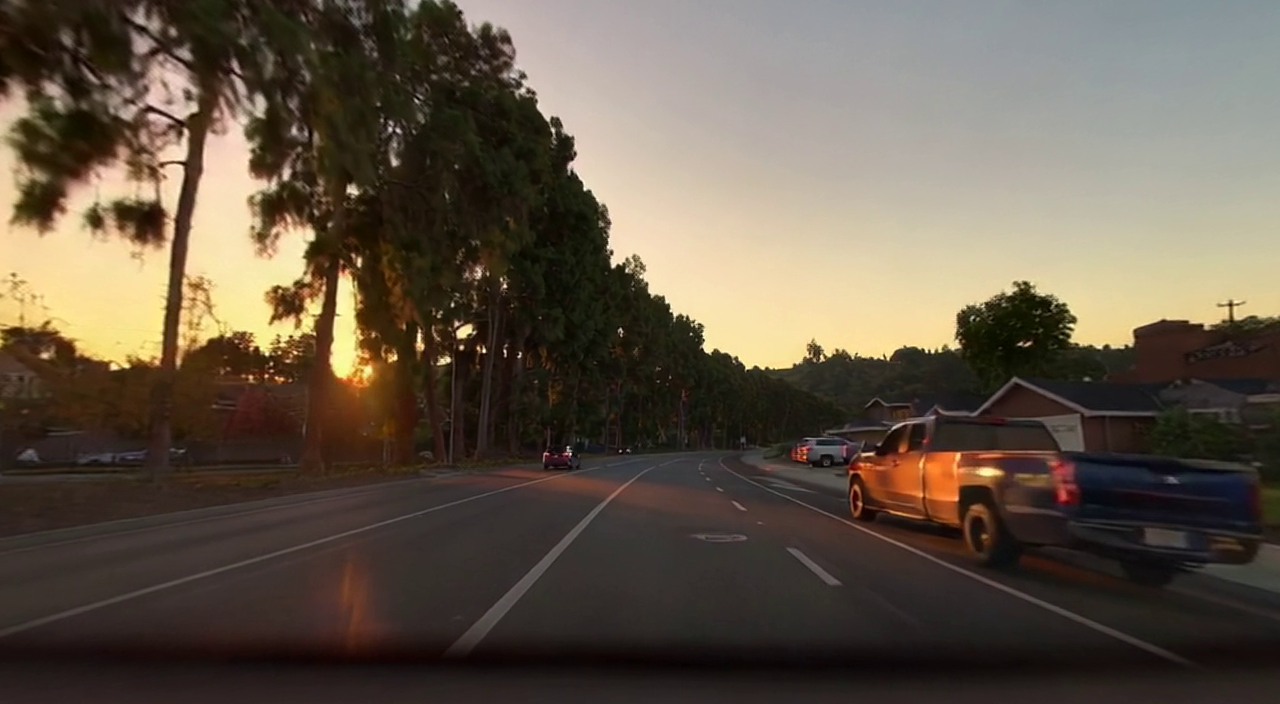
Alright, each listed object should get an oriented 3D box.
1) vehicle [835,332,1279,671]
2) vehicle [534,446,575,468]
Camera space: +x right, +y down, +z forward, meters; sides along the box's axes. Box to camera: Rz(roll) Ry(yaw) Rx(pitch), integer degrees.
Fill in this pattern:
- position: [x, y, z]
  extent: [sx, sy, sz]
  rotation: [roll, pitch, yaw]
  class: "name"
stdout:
- position: [4.543, 1.357, 7.102]
  extent: [2.695, 2.013, 6.661]
  rotation: [0, -8, 1]
  class: "vehicle"
- position: [-5.883, 7.263, 43.825]
  extent: [2.060, 1.473, 4.645]
  rotation: [0, -8, 1]
  class: "vehicle"
